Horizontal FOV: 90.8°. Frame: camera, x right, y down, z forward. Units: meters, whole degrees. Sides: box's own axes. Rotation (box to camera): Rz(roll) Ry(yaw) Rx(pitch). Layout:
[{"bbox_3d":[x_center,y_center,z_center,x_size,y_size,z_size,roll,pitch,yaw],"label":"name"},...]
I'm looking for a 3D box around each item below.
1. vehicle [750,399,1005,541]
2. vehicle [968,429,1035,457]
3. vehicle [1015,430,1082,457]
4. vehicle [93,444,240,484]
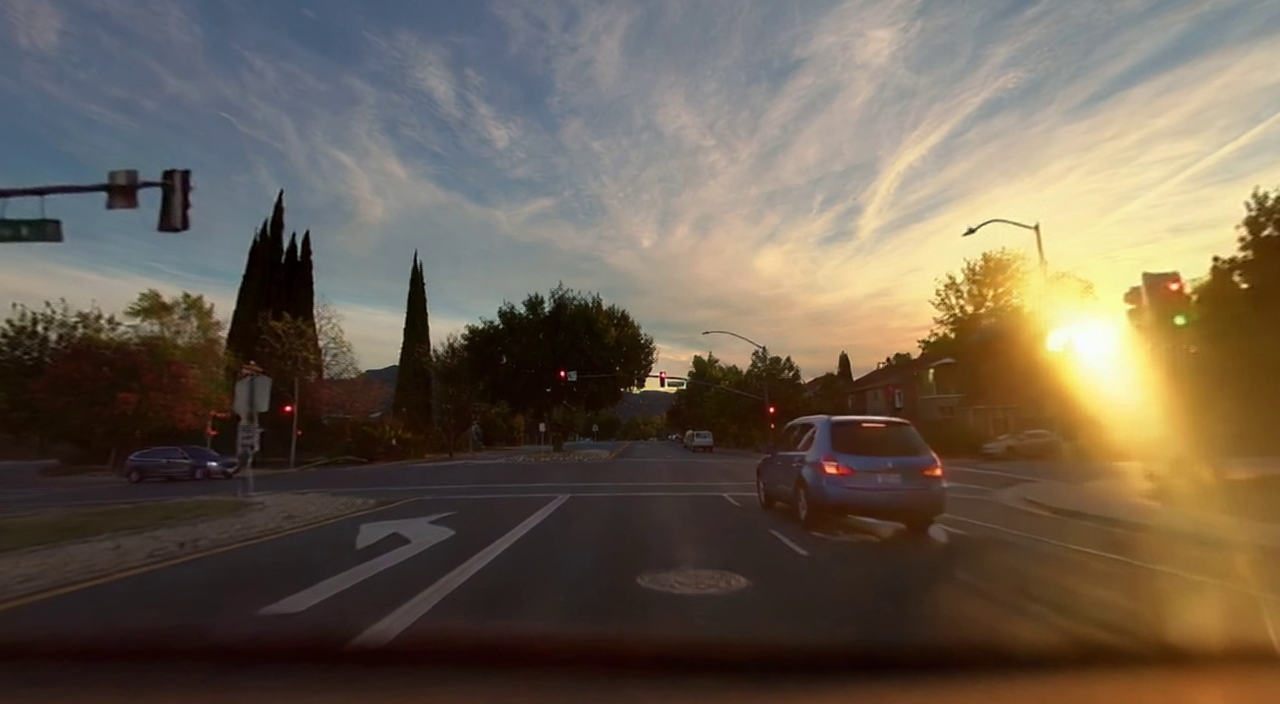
[{"bbox_3d":[3.473,1.873,10.598,2.229,1.795,4.927,0,-9,-1],"label":"vehicle"},{"bbox_3d":[24.025,6.110,42.208,1.896,1.760,4.107,0,-9,-2],"label":"vehicle"},{"bbox_3d":[27.251,6.123,42.291,1.883,1.685,3.953,-1,-9,2],"label":"vehicle"},{"bbox_3d":[-20.885,4.930,28.070,4.737,1.659,2.042,1,-9,-7],"label":"vehicle"}]
